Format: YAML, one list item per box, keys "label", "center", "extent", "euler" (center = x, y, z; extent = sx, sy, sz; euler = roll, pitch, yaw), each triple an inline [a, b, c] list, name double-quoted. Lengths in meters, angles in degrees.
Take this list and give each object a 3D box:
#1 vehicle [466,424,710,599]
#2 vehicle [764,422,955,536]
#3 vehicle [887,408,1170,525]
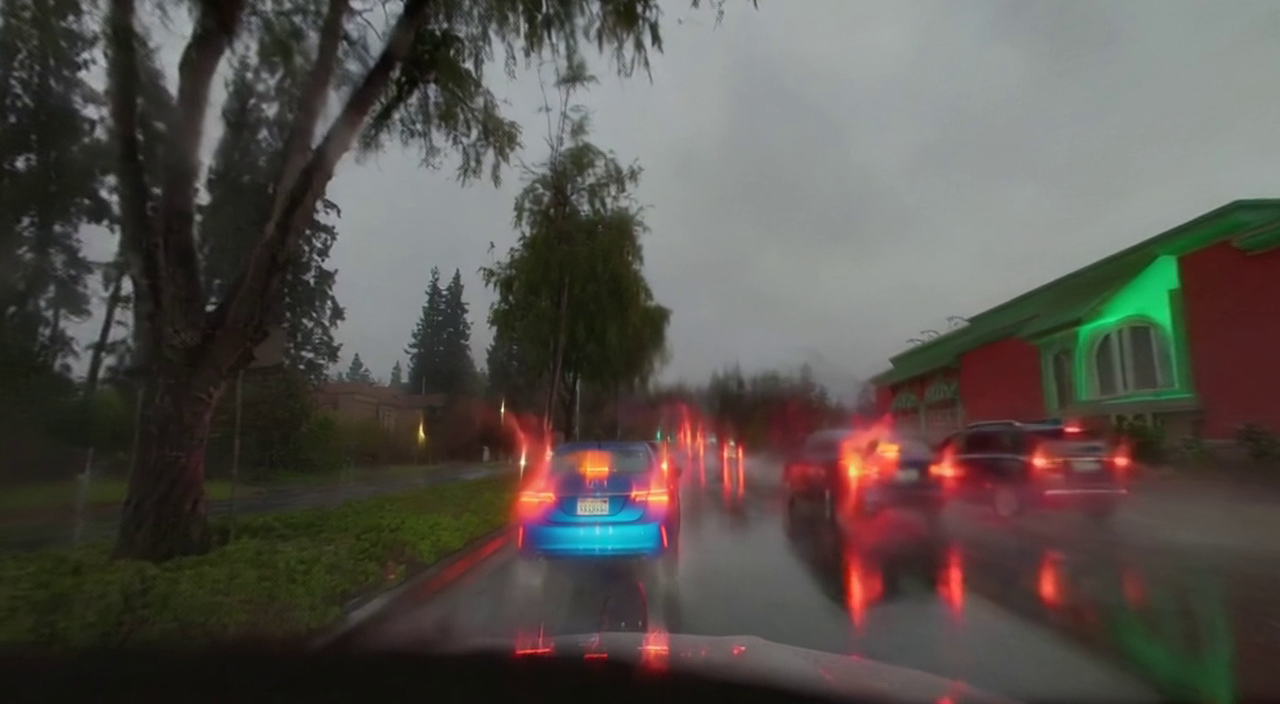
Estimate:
- label: "vehicle"
  center: [-0.480, 1.693, 7.532]
  extent: [2.111, 1.506, 4.018]
  euler: [0, -9, -1]
- label: "vehicle"
  center: [3.631, 2.176, 11.338]
  extent: [1.946, 1.648, 4.230]
  euler: [0, -9, 1]
- label: "vehicle"
  center: [7.270, 2.237, 12.759]
  extent: [2.253, 1.854, 5.409]
  euler: [0, -9, 0]
